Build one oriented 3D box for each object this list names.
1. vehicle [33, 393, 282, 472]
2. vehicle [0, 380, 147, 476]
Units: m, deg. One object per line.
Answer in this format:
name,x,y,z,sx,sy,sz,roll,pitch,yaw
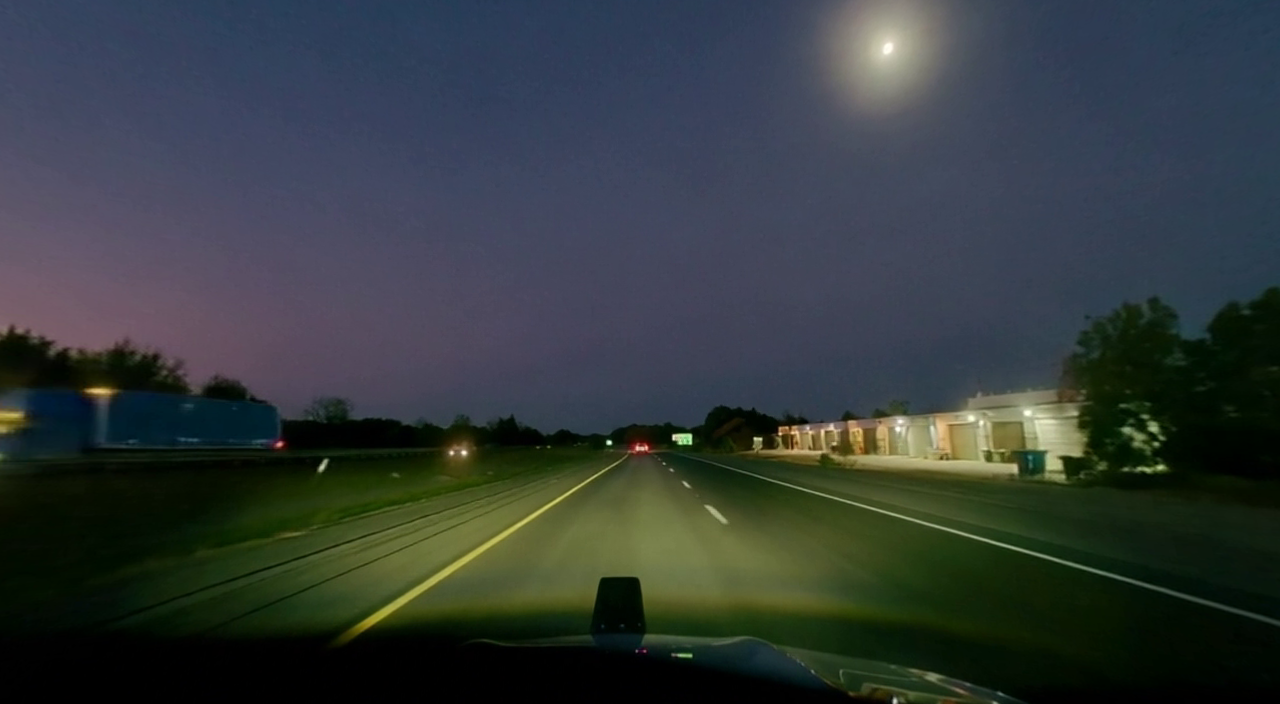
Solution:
vehicle,-28.883,5.251,39.936,2.915,3.909,16.453,0,-8,0
vehicle,-28.794,3.796,30.634,3.044,4.044,7.981,0,-8,-1
